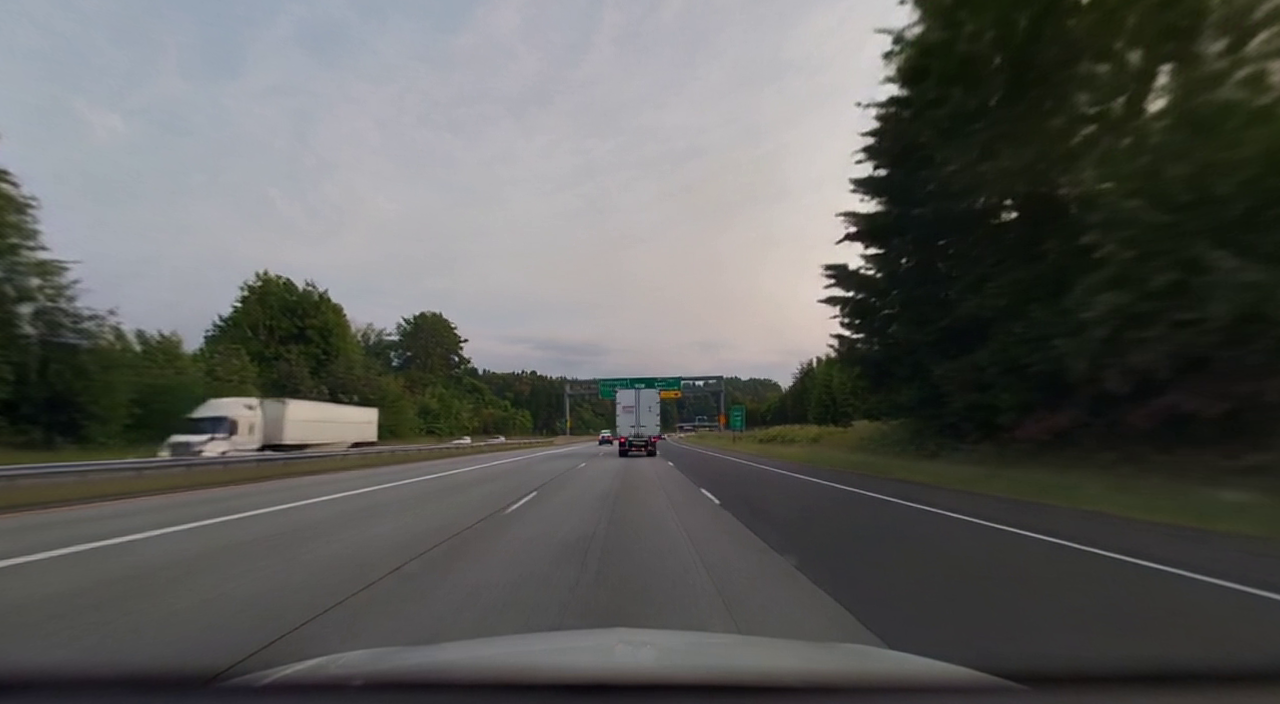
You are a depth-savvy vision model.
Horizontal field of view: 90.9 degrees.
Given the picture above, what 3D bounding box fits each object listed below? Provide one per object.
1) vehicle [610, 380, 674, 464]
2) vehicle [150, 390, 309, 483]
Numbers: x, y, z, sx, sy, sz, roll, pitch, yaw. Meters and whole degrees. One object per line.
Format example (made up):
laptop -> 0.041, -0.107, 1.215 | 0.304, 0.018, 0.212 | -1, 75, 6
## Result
vehicle -> 0.020, 3.730, 32.790 | 2.855, 3.741, 8.587 | 0, -8, -1
vehicle -> -17.767, 3.732, 27.874 | 2.908, 3.635, 5.923 | 0, -8, 0
